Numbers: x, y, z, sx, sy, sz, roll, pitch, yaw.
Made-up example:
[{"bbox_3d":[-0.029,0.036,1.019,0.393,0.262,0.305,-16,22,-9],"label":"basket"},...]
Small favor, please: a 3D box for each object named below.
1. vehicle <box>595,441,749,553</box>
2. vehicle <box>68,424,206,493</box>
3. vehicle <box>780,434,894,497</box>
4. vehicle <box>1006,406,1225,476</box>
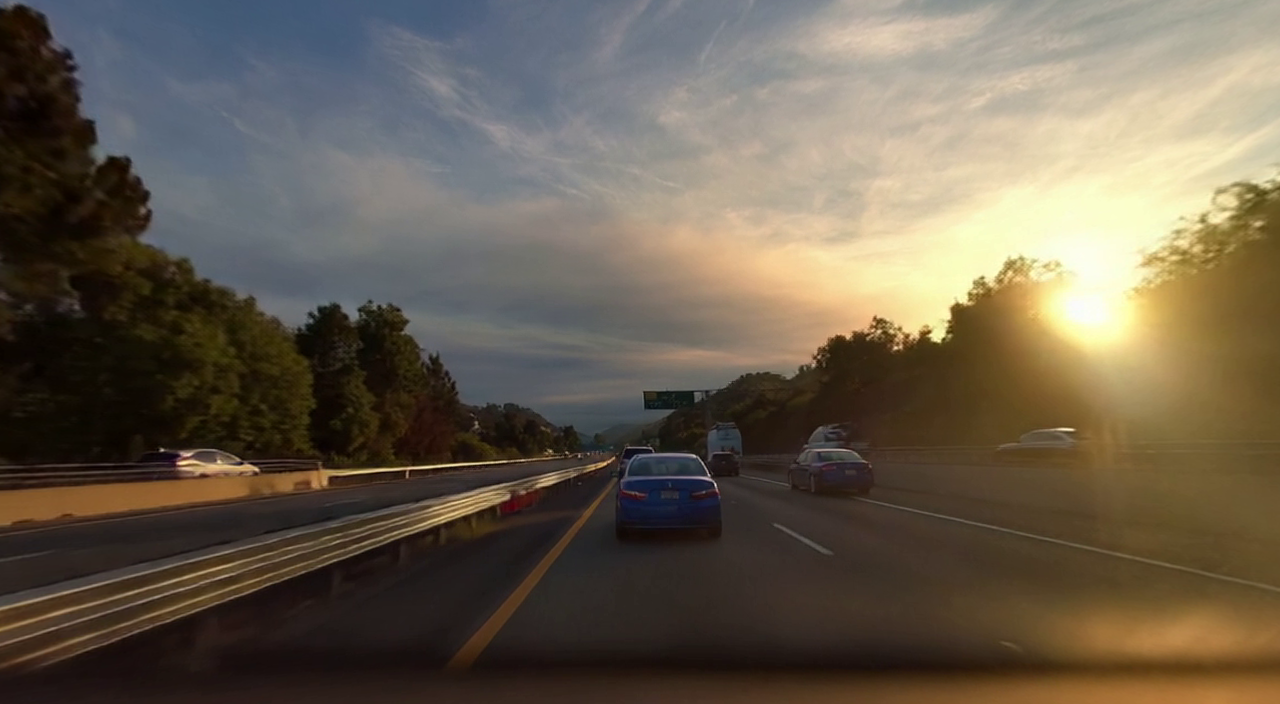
[{"bbox_3d":[0.407,2.261,10.462,2.076,1.485,3.774,0,-9,-1],"label":"vehicle"},{"bbox_3d":[-33.549,7.101,42.580,2.902,3.981,7.819,-3,-8,0],"label":"vehicle"},{"bbox_3d":[6.293,3.695,20.810,2.177,1.827,4.565,0,-9,-1],"label":"vehicle"},{"bbox_3d":[31.511,6.212,43.403,2.822,3.996,14.073,1,-9,-7],"label":"vehicle"}]
